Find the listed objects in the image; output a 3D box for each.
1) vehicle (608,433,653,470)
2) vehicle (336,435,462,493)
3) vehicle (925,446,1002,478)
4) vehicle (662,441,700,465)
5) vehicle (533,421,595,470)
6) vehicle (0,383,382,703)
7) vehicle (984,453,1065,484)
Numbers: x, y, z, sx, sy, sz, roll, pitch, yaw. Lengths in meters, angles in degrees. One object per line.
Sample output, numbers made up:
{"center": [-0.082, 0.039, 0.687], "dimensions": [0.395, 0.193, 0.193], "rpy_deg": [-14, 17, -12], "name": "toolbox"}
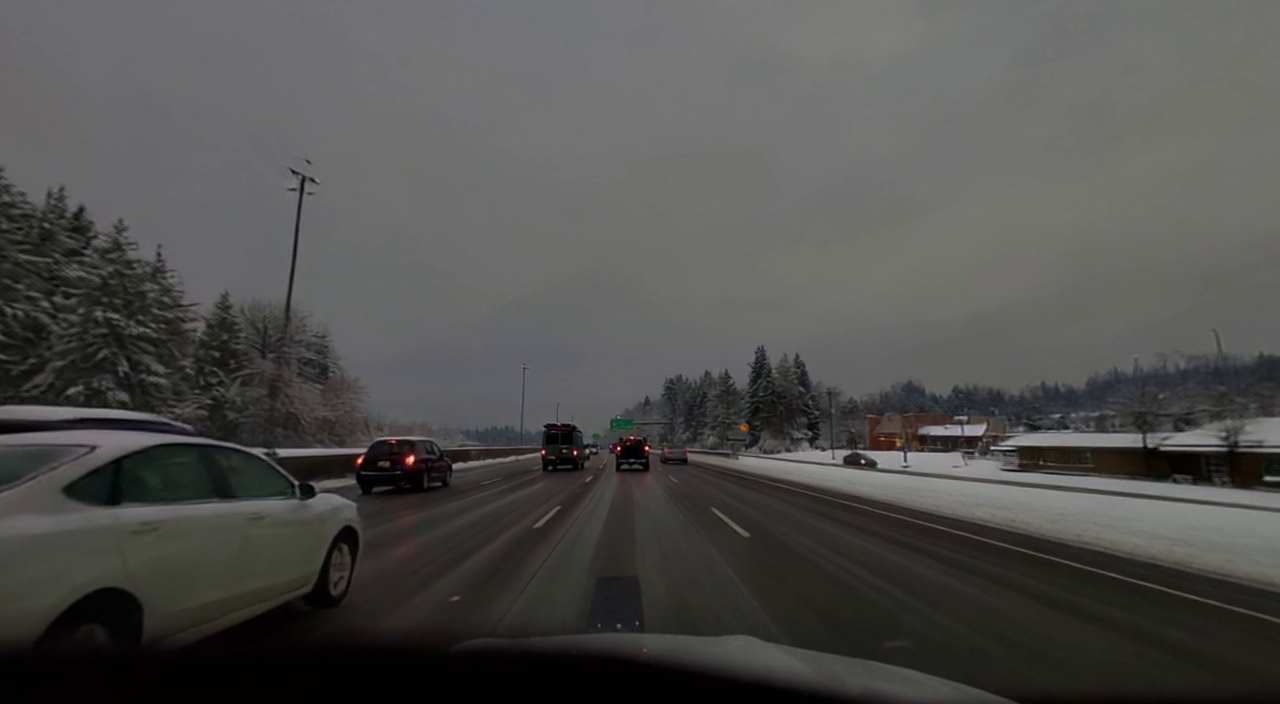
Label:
{"center": [-0.472, 5.228, 33.284], "dimensions": [2.207, 1.807, 4.199], "rpy_deg": [0, -9, 0], "name": "vehicle"}
{"center": [-6.931, 3.265, 18.715], "dimensions": [1.959, 1.493, 4.575], "rpy_deg": [0, -9, 0], "name": "vehicle"}
{"center": [20.841, 7.069, 40.824], "dimensions": [2.083, 1.873, 5.209], "rpy_deg": [0, -9, -2], "name": "vehicle"}
{"center": [2.684, 6.828, 42.635], "dimensions": [2.127, 1.513, 4.501], "rpy_deg": [0, -9, -2], "name": "vehicle"}
{"center": [-3.800, 4.861, 32.578], "dimensions": [2.504, 2.276, 5.933], "rpy_deg": [0, -9, -1], "name": "vehicle"}
{"center": [-3.296, 1.040, 3.394], "dimensions": [1.963, 1.507, 4.172], "rpy_deg": [0, -9, 1], "name": "vehicle"}
{"center": [20.948, 6.360, 34.531], "dimensions": [1.789, 1.531, 3.983], "rpy_deg": [0, -9, -2], "name": "vehicle"}
